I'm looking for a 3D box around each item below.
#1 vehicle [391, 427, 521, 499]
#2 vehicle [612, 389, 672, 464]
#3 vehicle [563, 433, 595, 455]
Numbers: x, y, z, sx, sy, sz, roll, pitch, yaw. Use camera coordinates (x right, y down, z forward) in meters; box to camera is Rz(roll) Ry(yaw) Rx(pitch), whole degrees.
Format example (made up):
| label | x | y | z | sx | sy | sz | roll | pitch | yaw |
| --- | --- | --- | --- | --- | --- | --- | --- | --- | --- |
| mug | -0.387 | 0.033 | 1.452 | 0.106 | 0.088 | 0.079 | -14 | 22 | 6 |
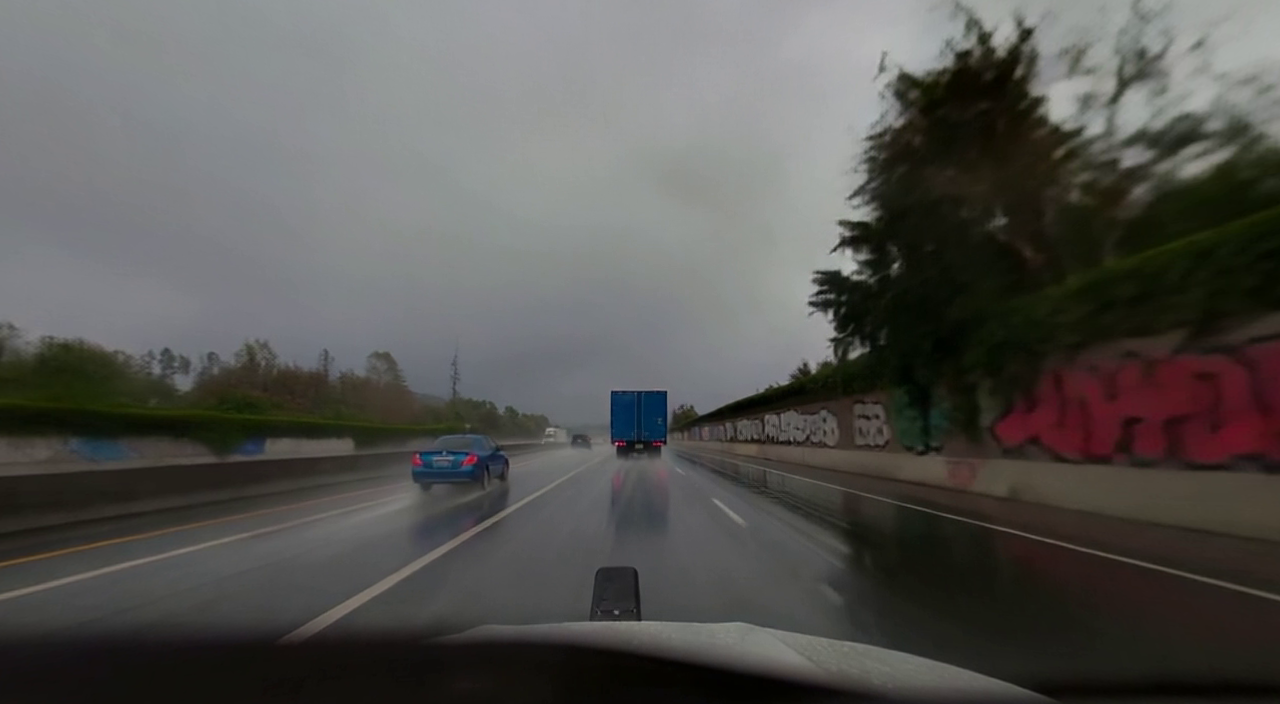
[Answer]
| label | x | y | z | sx | sy | sz | roll | pitch | yaw |
| --- | --- | --- | --- | --- | --- | --- | --- | --- | --- |
| vehicle | -4.374 | 2.688 | 15.815 | 1.948 | 1.526 | 4.525 | 0 | -8 | 0 |
| vehicle | -0.025 | 4.292 | 35.745 | 2.927 | 3.649 | 9.443 | 0 | -8 | -2 |
| vehicle | -4.694 | 7.137 | 49.083 | 2.058 | 1.645 | 4.130 | 0 | -8 | 0 |
